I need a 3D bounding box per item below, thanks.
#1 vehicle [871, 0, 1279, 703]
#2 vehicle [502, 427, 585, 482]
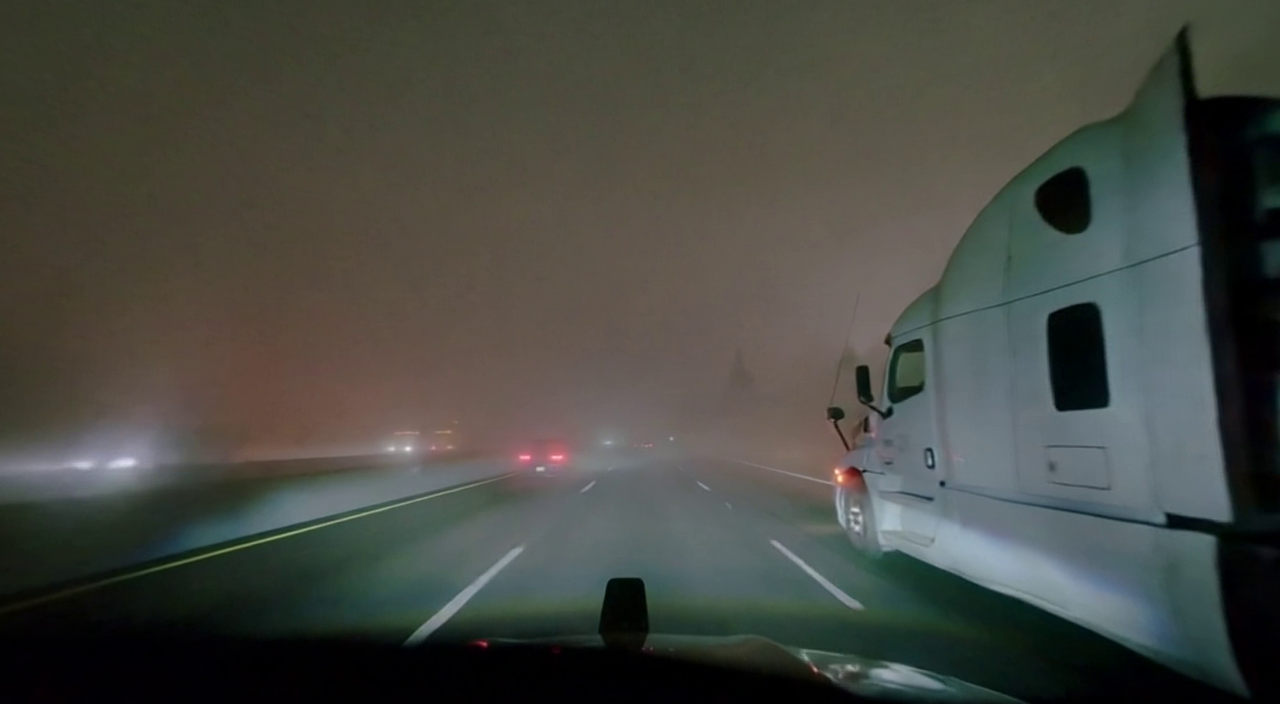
[{"bbox_3d":[3.881,-0.254,3.480,3.037,4.014,6.276,1,-7,3],"label":"vehicle"},{"bbox_3d":[-3.234,3.565,22.139,2.189,1.707,4.692,0,-8,0],"label":"vehicle"}]
